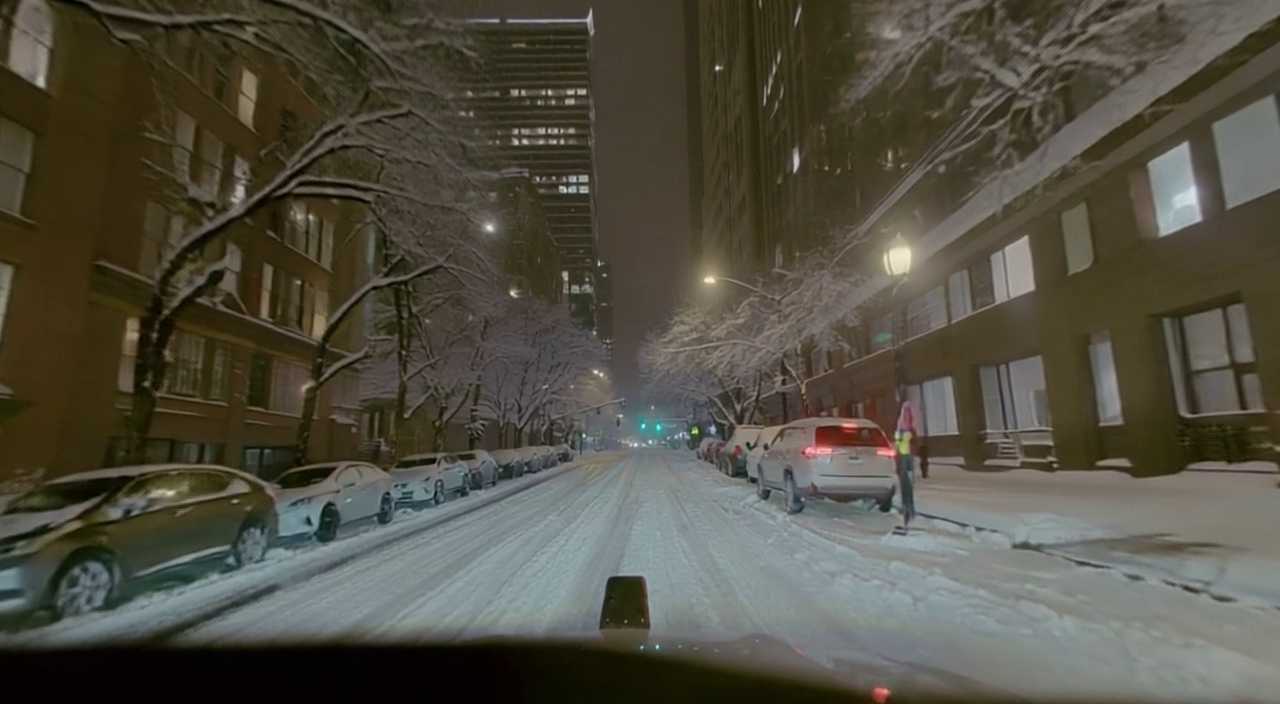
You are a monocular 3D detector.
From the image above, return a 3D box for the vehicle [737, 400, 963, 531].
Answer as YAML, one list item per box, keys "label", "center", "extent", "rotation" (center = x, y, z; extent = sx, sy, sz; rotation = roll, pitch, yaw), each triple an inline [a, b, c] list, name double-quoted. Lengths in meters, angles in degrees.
- label: "vehicle"
  center: [4.049, 2.375, 13.797]
  extent: [2.568, 2.001, 5.999]
  rotation: [-5, -8, -2]

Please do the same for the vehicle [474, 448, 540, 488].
- label: "vehicle"
  center: [-6.329, 5.527, 30.565]
  extent: [2.270, 1.539, 4.855]
  rotation: [-5, -8, -2]

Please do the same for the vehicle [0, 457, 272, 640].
- label: "vehicle"
  center: [-6.905, 2.239, 7.905]
  extent: [1.944, 1.574, 4.717]
  rotation: [-5, -8, -2]

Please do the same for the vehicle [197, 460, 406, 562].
- label: "vehicle"
  center: [-6.841, 3.187, 13.473]
  extent: [1.889, 1.451, 5.013]
  rotation: [-5, -8, -2]

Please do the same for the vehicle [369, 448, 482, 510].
- label: "vehicle"
  center: [-6.621, 3.919, 20.054]
  extent: [2.110, 1.498, 4.555]
  rotation: [-5, -8, -2]
